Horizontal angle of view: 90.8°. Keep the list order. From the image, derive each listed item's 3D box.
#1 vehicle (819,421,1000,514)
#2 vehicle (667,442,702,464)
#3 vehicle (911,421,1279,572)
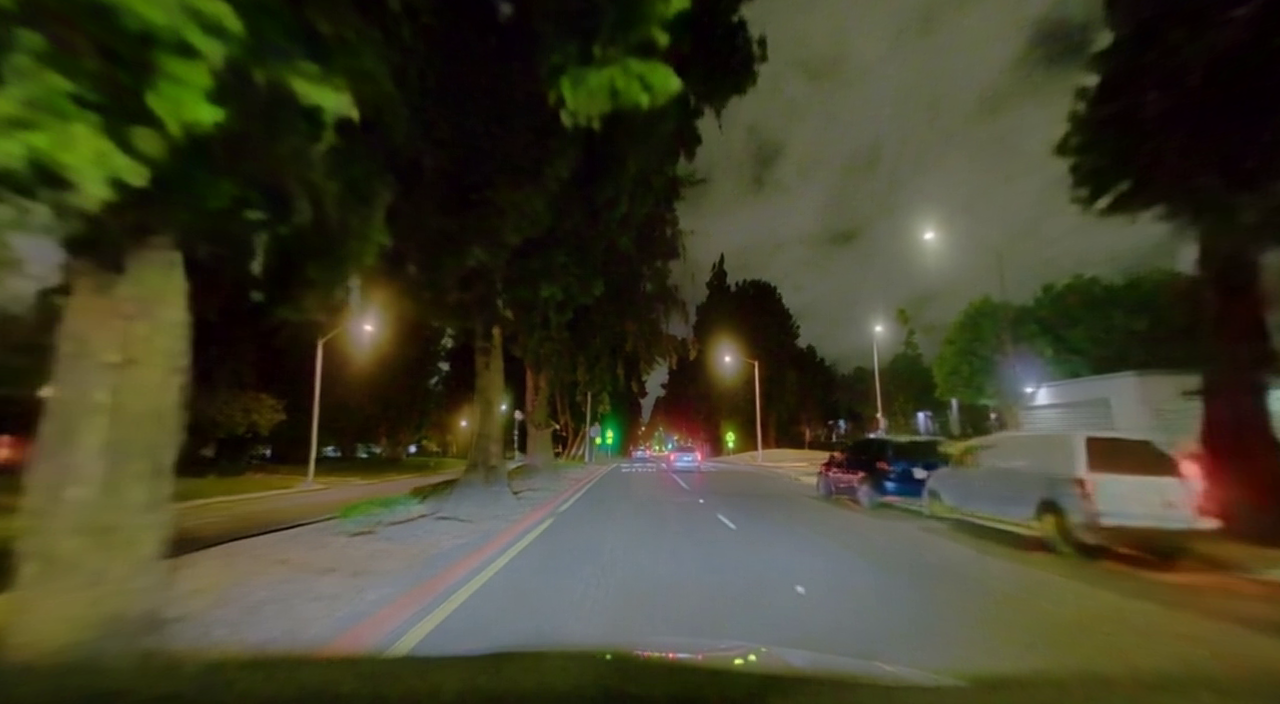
[{"bbox_3d":[6.492,2.848,16.115,2.081,1.967,5.211,0,-8,-3],"label":"vehicle"},{"bbox_3d":[3.221,7.419,46.422,2.142,1.501,4.273,0,-8,-1],"label":"vehicle"},{"bbox_3d":[6.501,2.072,10.017,2.040,1.710,5.200,1,-8,-1],"label":"vehicle"}]
